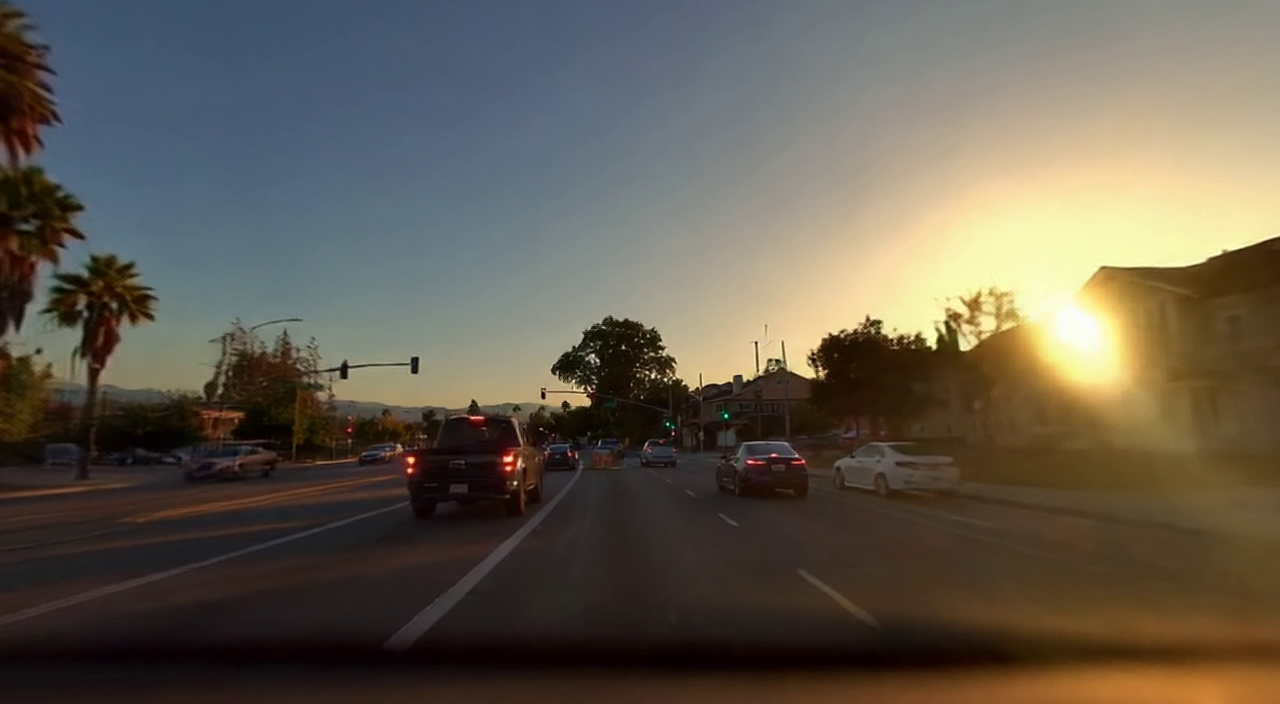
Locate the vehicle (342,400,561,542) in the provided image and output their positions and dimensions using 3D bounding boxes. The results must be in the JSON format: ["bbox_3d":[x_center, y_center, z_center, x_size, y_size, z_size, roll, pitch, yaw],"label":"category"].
[{"bbox_3d":[-3.015,2.117,12.033,2.354,1.948,6.355,0,-8,-1],"label":"vehicle"}]

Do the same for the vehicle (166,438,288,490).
[{"bbox_3d":[-17.725,4.773,27.547,2.292,1.990,5.714,1,-8,-10],"label":"vehicle"}]

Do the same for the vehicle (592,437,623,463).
[{"bbox_3d":[-2.515,7.451,48.248,2.164,1.867,4.254,0,-8,-6],"label":"vehicle"}]

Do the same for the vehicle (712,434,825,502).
[{"bbox_3d":[3.138,2.913,16.333,1.870,1.491,4.009,0,-8,-3],"label":"vehicle"}]

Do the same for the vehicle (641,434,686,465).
[{"bbox_3d":[1.517,6.653,43.453,2.391,1.960,5.600,0,-8,-5],"label":"vehicle"}]

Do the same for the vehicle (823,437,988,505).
[{"bbox_3d":[6.561,2.960,16.320,1.989,1.459,4.700,0,-8,-3],"label":"vehicle"}]
